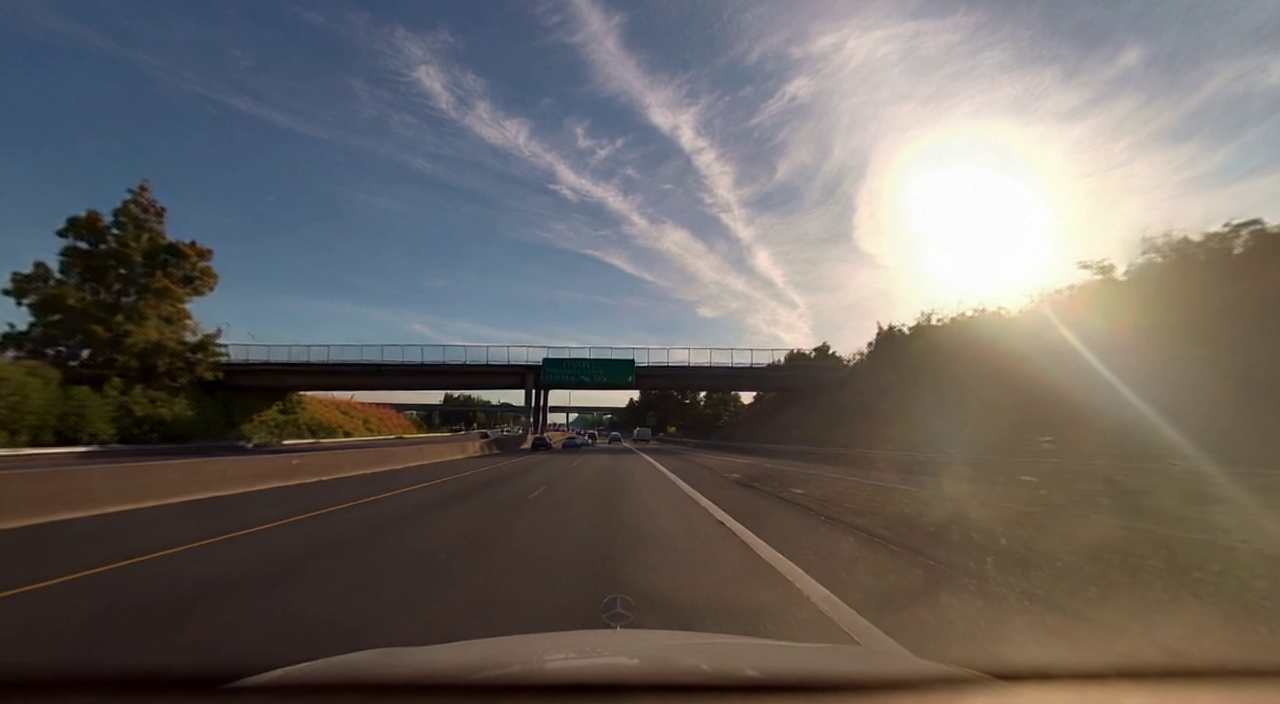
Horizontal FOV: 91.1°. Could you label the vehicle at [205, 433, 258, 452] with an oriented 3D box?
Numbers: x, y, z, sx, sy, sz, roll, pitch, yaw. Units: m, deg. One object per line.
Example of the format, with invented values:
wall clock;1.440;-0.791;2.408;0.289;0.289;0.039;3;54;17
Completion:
vehicle;-31.746;7.022;48.945;1.715;1.396;3.759;0;-8;-2
